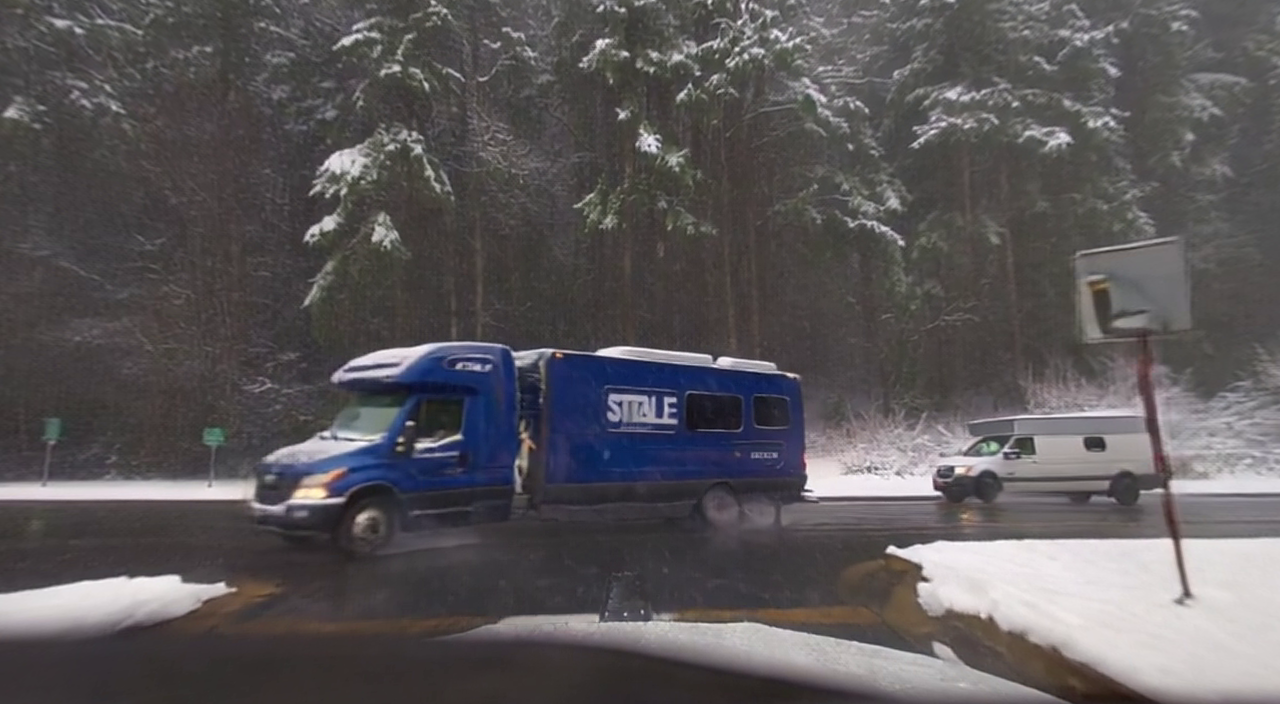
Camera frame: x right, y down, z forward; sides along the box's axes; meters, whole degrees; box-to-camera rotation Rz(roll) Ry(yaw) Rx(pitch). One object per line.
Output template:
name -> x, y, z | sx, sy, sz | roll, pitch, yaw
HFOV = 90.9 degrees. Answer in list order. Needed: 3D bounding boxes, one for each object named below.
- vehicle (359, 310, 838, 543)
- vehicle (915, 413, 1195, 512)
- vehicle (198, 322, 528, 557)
vehicle -> -0.410, 1.656, 13.438 | 9.765, 3.622, 2.740 | 5, -10, -29
vehicle -> 10.942, 2.925, 16.981 | 5.923, 2.424, 2.247 | 0, -9, -4
vehicle -> -4.652, 1.509, 10.950 | 4.552, 3.175, 2.847 | 5, -10, -31
